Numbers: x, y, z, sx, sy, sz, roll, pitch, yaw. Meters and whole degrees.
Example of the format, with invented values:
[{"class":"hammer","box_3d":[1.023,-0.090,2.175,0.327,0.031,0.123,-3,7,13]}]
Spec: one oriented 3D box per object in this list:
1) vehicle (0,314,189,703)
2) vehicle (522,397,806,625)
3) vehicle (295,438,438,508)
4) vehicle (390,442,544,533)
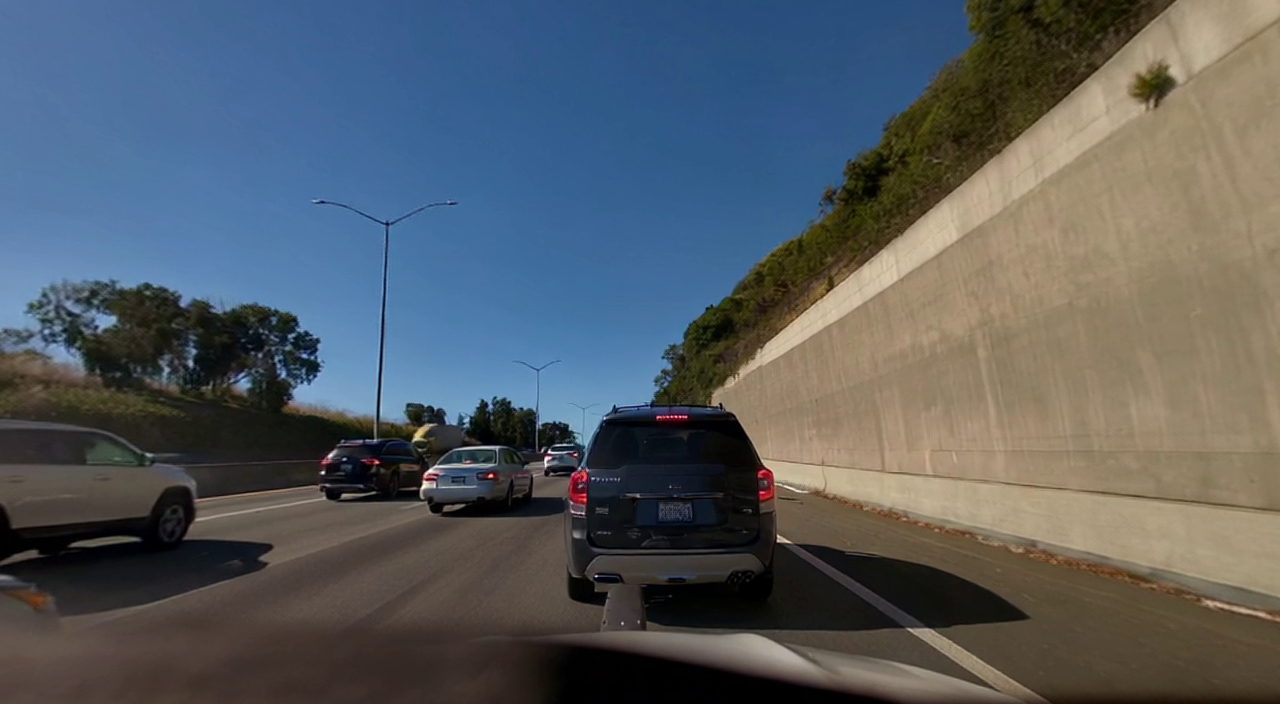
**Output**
[{"class":"vehicle","box_3d":[-3.519,0.578,0.934,2.085,1.893,4.880,0,-9,-1]},{"class":"vehicle","box_3d":[0.146,1.646,7.652,2.210,1.760,5.303,0,-9,-1]},{"class":"vehicle","box_3d":[-7.520,3.343,17.932,1.986,1.700,4.558,0,-9,0]},{"class":"vehicle","box_3d":[-3.231,2.606,12.695,1.917,1.506,3.949,0,-9,1]}]
